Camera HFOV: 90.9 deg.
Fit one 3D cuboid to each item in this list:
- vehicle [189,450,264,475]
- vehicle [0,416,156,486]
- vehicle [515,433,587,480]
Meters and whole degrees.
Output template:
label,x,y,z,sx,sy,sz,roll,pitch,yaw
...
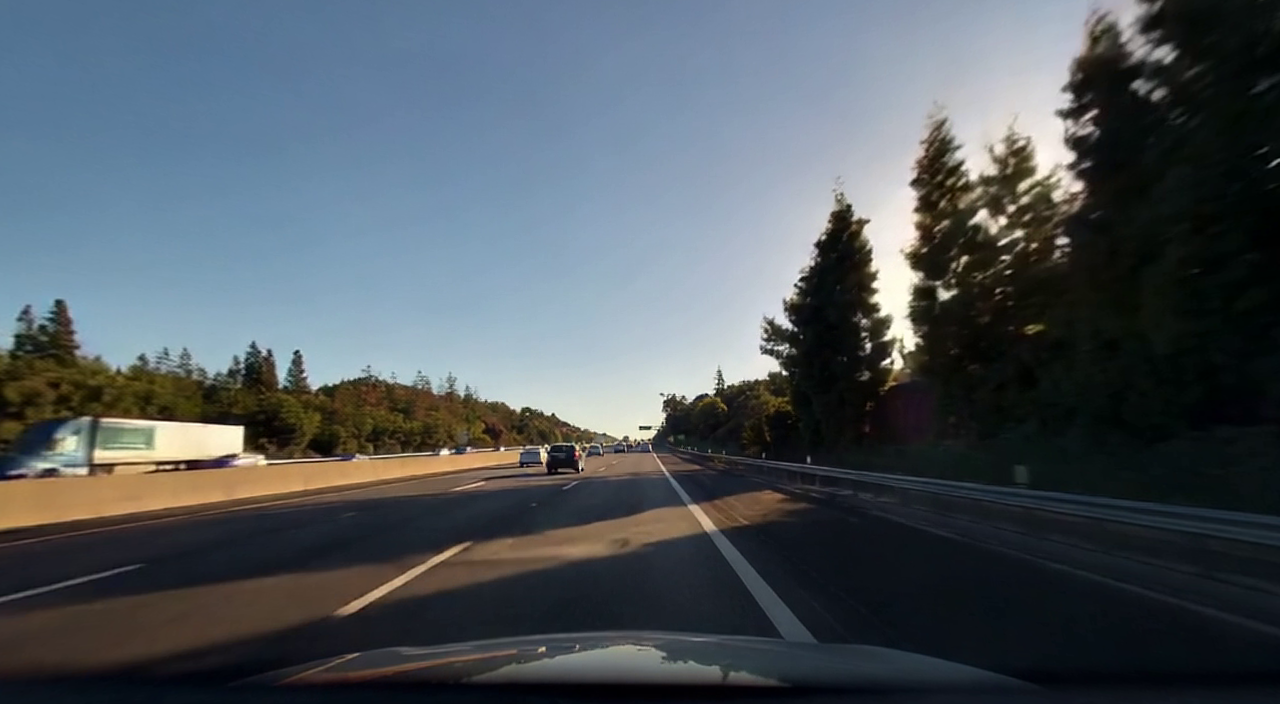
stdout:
label,x,y,z,sx,sy,sz,roll,pitch,yaw
vehicle,-32.487,8.685,49.796,1.980,1.761,5.670,0,-9,1
vehicle,-36.799,6.450,41.388,3.062,4.079,8.458,0,-9,1
vehicle,-3.692,4.442,27.106,2.283,1.802,4.810,0,-9,1
